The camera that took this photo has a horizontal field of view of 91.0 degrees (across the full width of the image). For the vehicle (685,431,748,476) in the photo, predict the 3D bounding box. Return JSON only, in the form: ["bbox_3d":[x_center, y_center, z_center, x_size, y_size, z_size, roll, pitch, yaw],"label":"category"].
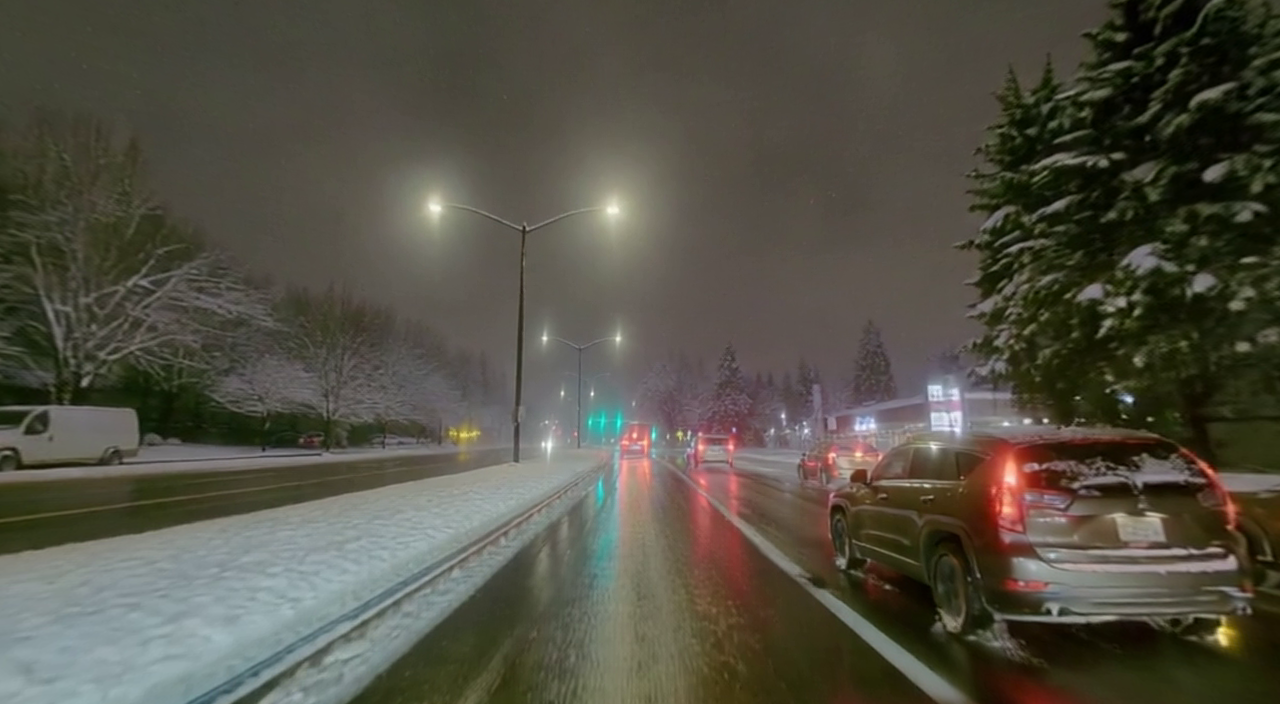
[{"bbox_3d":[3.163,4.289,26.799,2.000,1.745,4.206,1,-8,-2],"label":"vehicle"}]

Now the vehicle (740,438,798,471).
[{"bbox_3d":[6.675,5.341,33.106,1.954,1.606,4.423,1,-8,-2],"label":"vehicle"}]

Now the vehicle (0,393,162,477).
[{"bbox_3d":[-25.679,3.395,26.258,8.344,3.233,3.218,3,-7,-10],"label":"vehicle"}]

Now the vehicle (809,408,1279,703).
[{"bbox_3d":[2.897,1.285,4.897,1.883,1.452,4.258,0,-8,-1],"label":"vehicle"}]

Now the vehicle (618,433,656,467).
[{"bbox_3d":[-0.228,5.573,35.961,2.051,1.798,4.168,0,-8,-2],"label":"vehicle"}]
